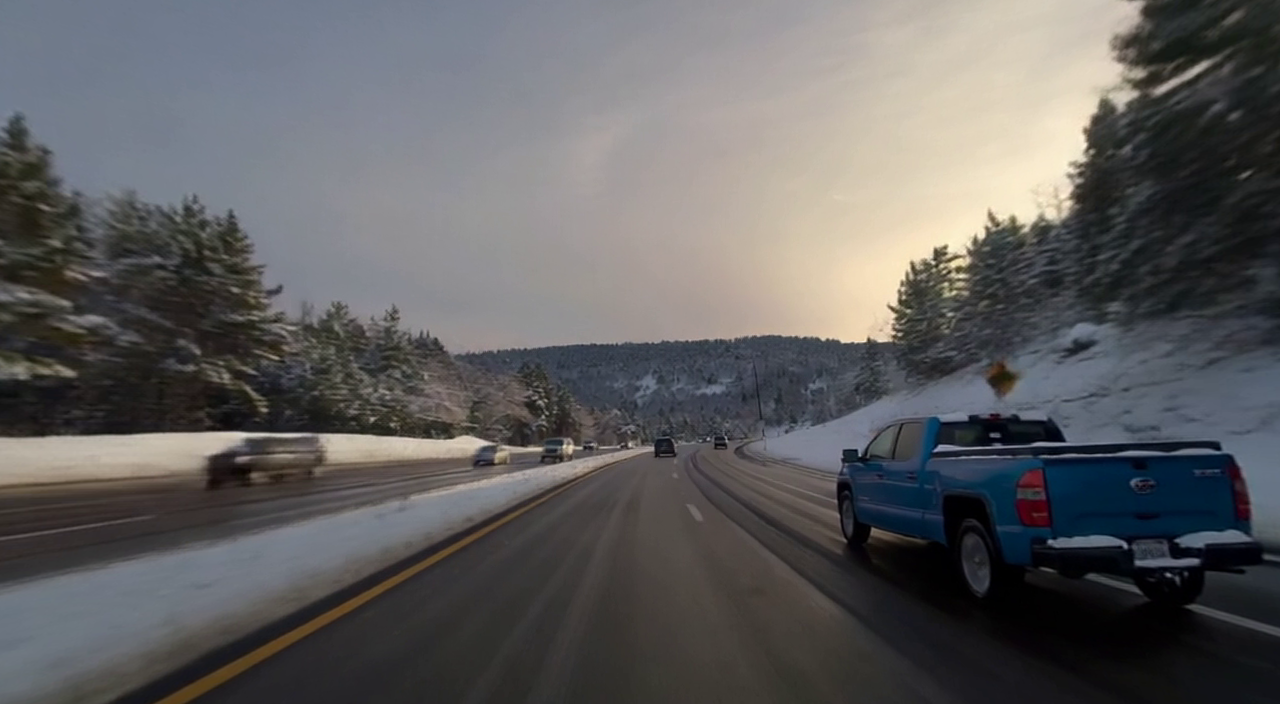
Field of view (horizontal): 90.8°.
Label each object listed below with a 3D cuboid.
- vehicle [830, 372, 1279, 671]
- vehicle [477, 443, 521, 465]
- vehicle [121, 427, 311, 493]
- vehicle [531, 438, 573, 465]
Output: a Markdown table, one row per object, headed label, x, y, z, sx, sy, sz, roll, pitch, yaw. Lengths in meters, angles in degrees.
| label | x | y | z | sx | sy | sz | roll | pitch | yaw |
| --- | --- | --- | --- | --- | --- | --- | --- | --- | --- |
| vehicle | 3.667 | 1.325 | 6.132 | 2.151 | 1.744 | 4.709 | 0 | -8 | 0 |
| vehicle | -9.999 | 7.232 | 45.119 | 1.879 | 1.455 | 4.538 | 0 | -8 | 4 |
| vehicle | -14.306 | 3.685 | 21.985 | 2.563 | 1.966 | 5.726 | 0 | -8 | 1 |
| vehicle | -6.167 | 7.021 | 44.896 | 2.041 | 1.776 | 4.570 | 0 | -8 | 4 |
